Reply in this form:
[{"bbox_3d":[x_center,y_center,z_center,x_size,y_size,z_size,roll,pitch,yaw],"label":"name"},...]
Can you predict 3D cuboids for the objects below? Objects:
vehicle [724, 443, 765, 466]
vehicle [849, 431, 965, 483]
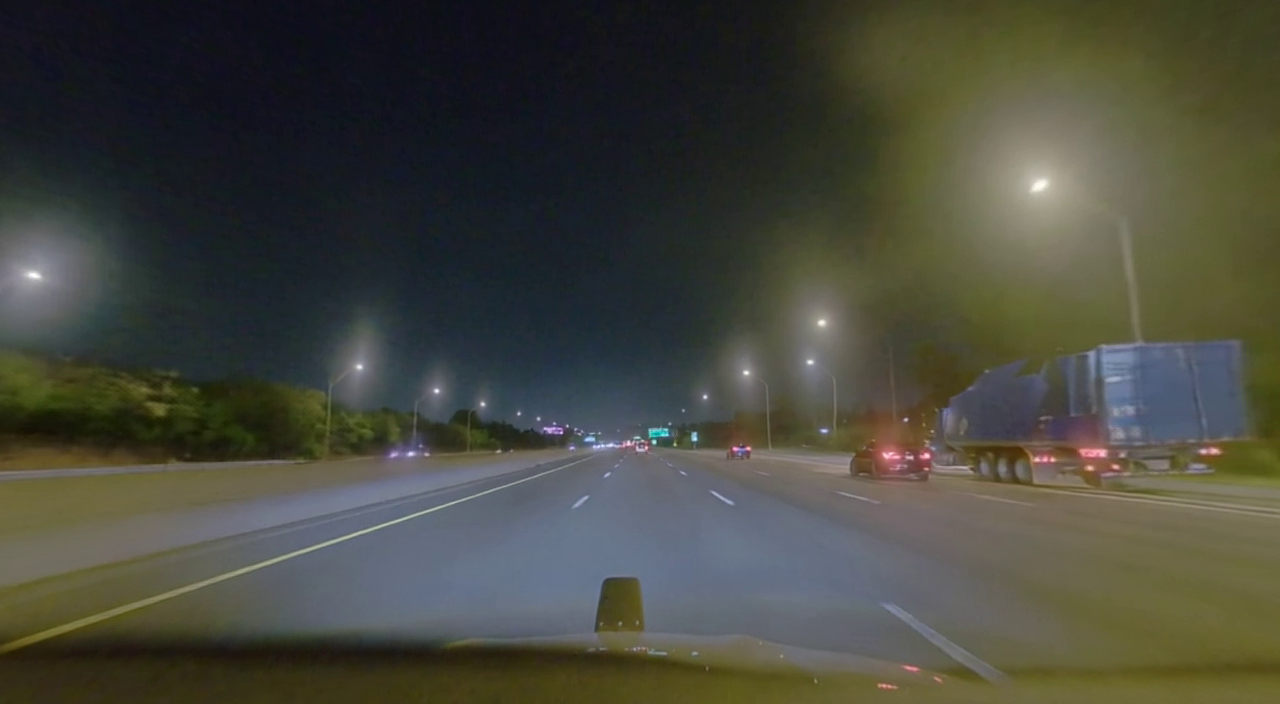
[{"bbox_3d":[7.328,7.234,44.519,2.053,1.553,4.463,0,-9,-1],"label":"vehicle"},{"bbox_3d":[10.959,4.380,26.473,2.387,1.936,5.646,0,-9,0],"label":"vehicle"}]
